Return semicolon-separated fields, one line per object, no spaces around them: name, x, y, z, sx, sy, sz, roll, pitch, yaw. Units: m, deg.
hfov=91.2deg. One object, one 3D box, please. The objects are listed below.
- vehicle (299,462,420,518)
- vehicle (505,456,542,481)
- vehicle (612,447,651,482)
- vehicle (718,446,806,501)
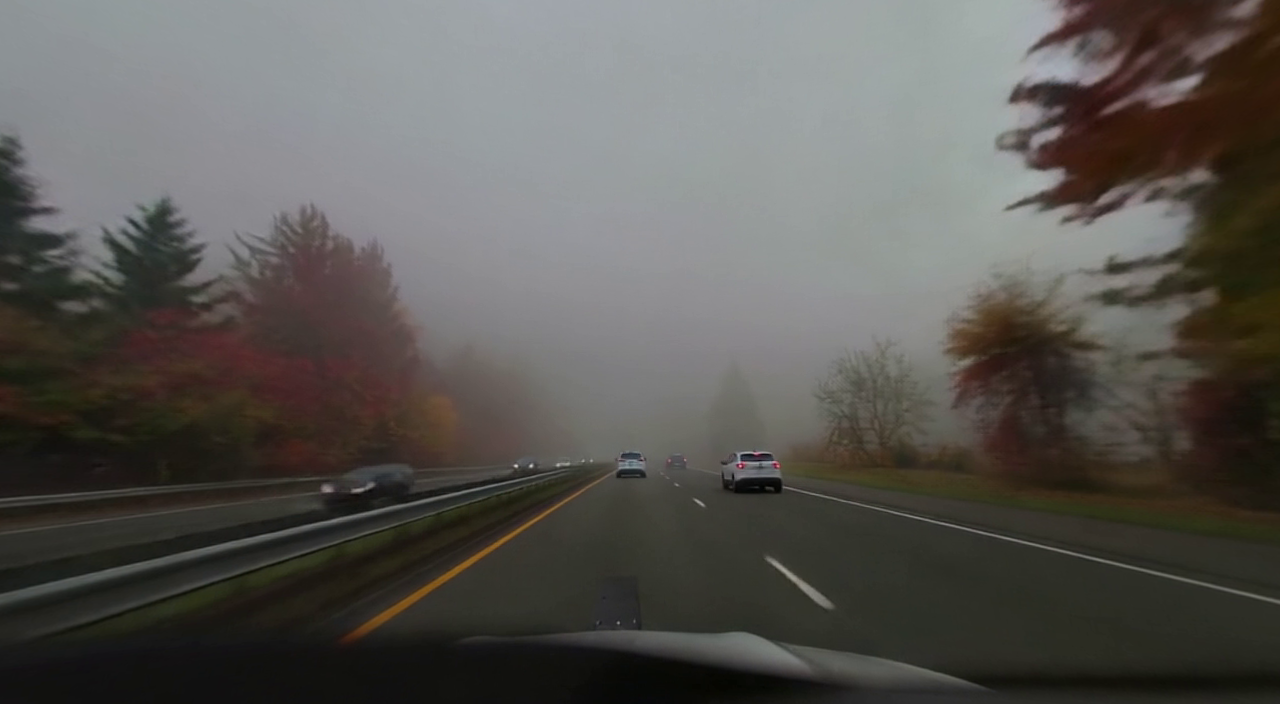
vehicle;-9.245;4.566;21.176;1.935;1.532;4.629;-1;-9;0
vehicle;-9.005;9.023;48.865;1.932;1.738;4.571;-1;-9;1
vehicle;-0.413;5.914;33.092;1.937;1.699;3.936;-1;-9;0
vehicle;3.709;3.777;19.876;1.843;1.505;4.339;0;-9;-1
